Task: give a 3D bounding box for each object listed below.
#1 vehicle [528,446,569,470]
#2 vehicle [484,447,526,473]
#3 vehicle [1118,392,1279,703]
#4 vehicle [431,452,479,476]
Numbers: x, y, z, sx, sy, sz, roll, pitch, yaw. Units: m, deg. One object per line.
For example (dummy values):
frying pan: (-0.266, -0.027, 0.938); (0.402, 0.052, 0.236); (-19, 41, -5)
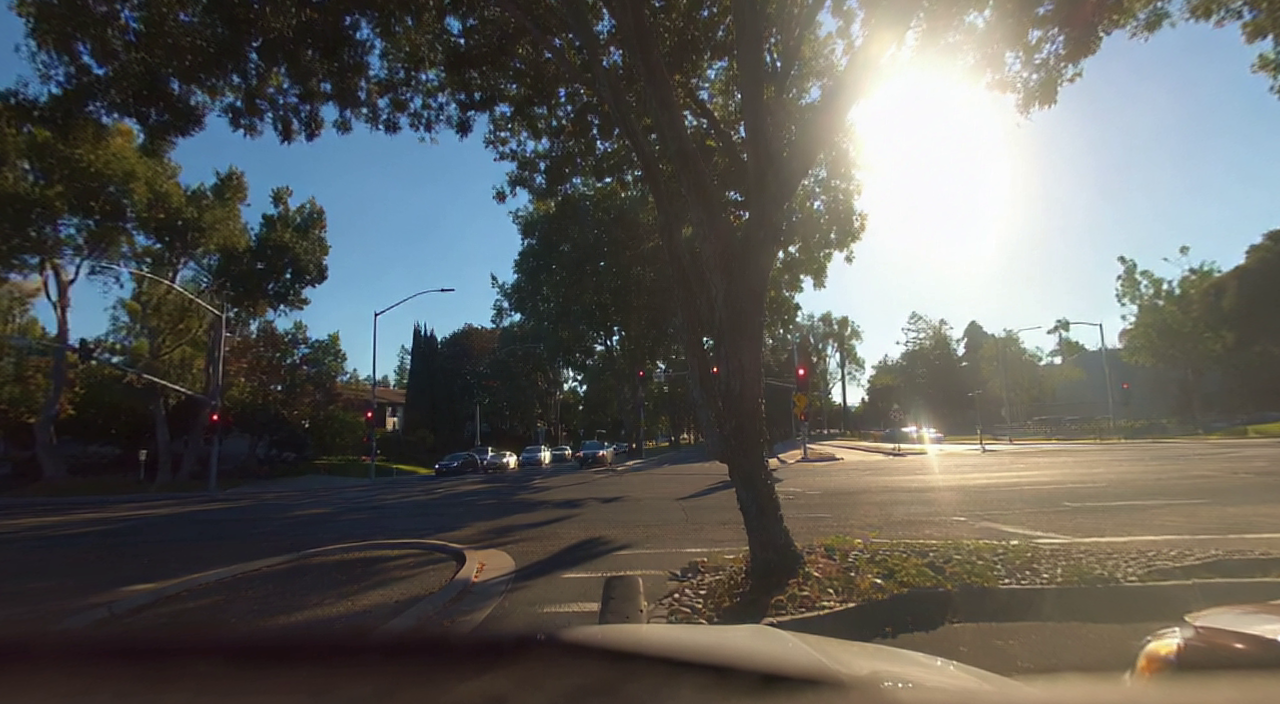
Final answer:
vehicle: (-6.534, 7.609, 45.509); (2.126, 1.657, 4.307); (-1, -9, 3)
vehicle: (-9.771, 7.826, 45.919); (2.064, 1.725, 4.243); (0, -9, 1)
vehicle: (3.059, 0.622, 0.420); (1.978, 1.468, 4.544); (0, -9, 1)
vehicle: (-13.405, 8.115, 45.993); (2.101, 1.637, 4.304); (0, -9, 1)
